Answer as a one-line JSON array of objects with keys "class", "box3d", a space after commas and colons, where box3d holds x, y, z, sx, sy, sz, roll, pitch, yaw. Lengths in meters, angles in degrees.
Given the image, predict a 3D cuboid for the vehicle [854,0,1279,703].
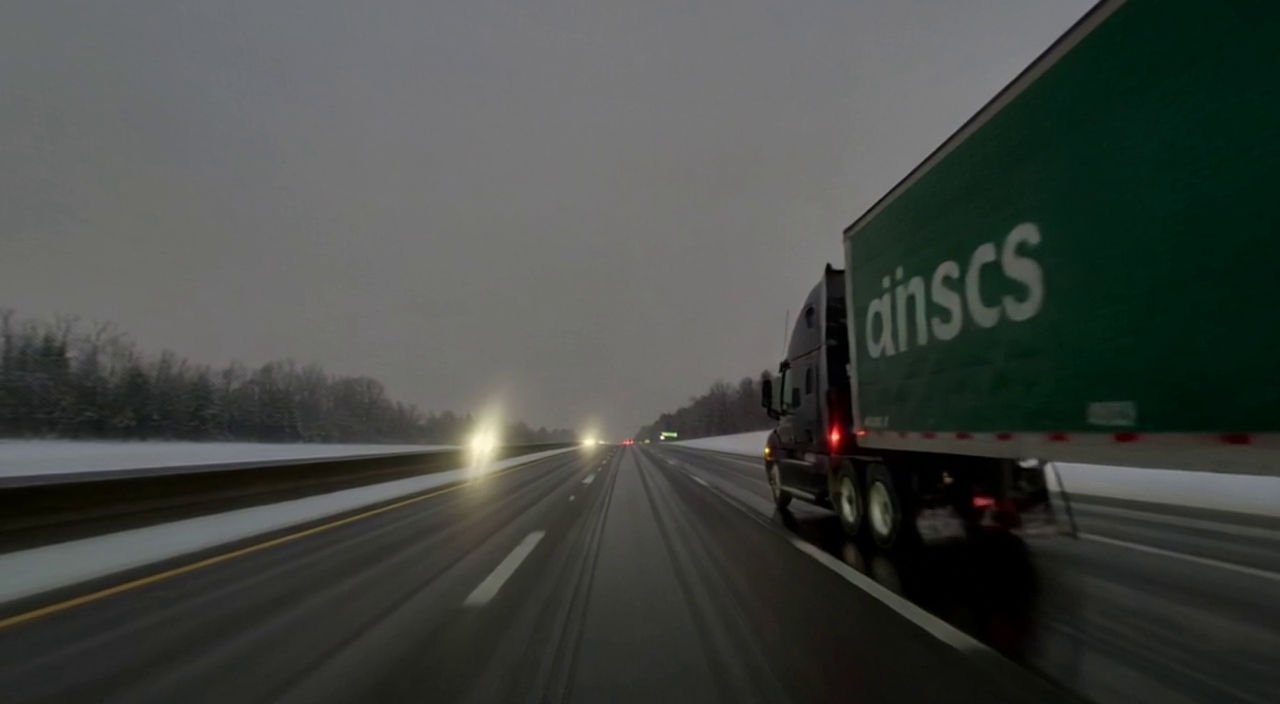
[{"class": "vehicle", "box3d": [4.556, -0.266, 3.251, 3.162, 3.950, 10.161, 0, -8, -1]}]
